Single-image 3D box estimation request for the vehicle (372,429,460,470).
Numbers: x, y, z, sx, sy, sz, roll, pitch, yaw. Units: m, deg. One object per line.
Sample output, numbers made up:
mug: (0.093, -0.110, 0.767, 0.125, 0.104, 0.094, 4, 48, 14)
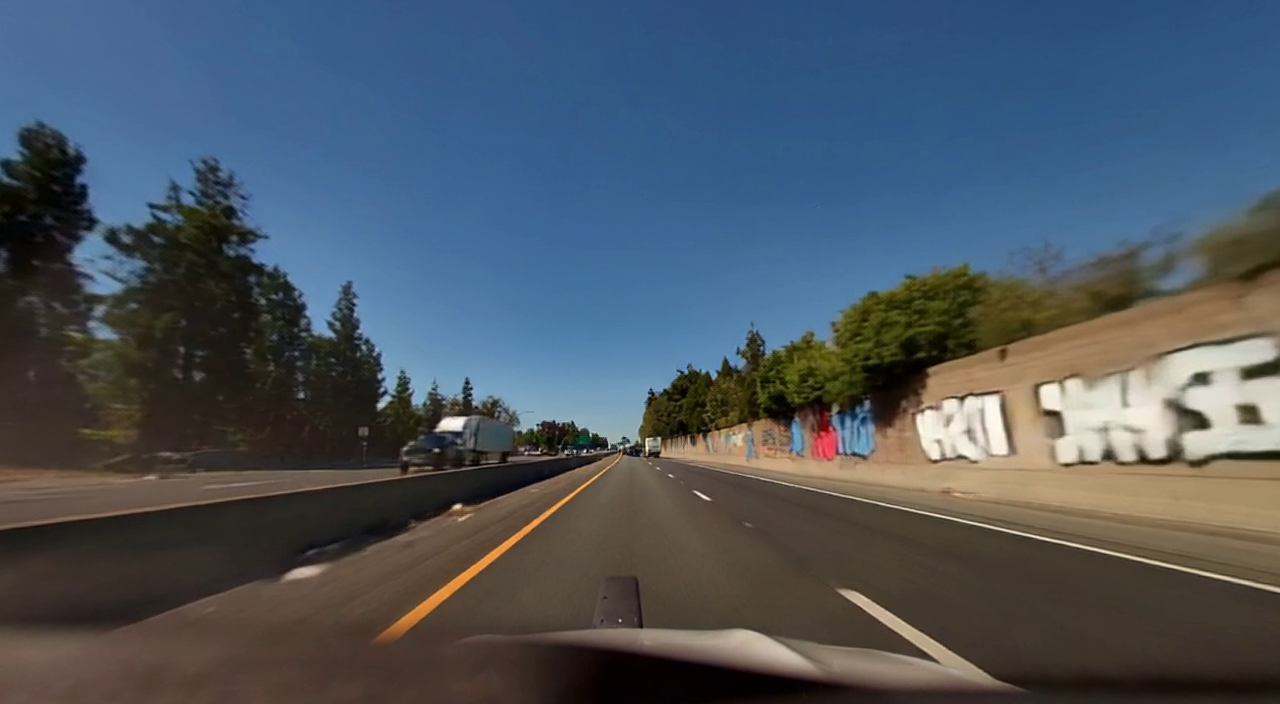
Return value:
vehicle: (-9.150, 4.045, 26.031, 1.965, 1.544, 4.610, 0, -9, 0)
